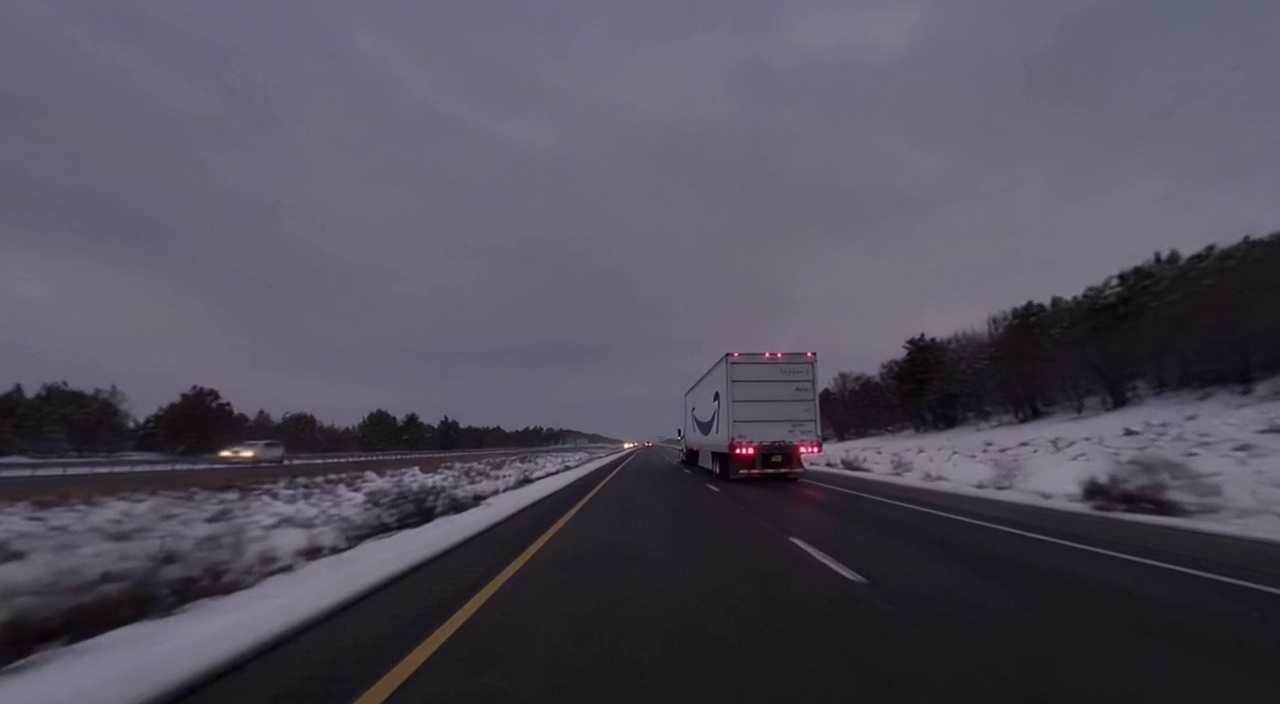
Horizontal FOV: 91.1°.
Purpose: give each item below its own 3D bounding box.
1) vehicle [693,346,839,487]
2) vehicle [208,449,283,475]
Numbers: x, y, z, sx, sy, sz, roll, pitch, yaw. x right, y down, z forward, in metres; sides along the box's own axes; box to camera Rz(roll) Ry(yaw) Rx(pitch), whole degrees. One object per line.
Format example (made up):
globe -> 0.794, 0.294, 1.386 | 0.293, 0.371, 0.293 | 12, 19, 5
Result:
vehicle -> 4.563, 3.167, 27.716 | 3.190, 4.365, 16.625 | 0, -8, 1
vehicle -> -28.441, 7.930, 45.483 | 2.216, 1.758, 4.974 | 0, -8, 0
